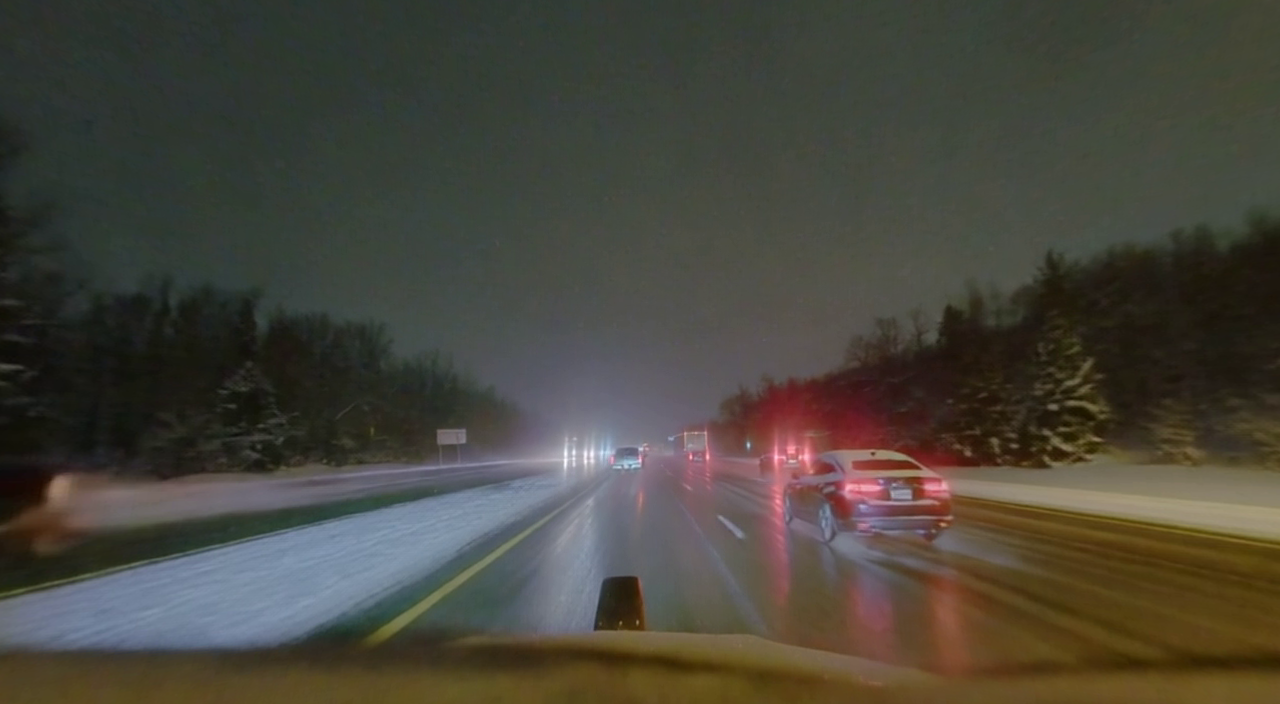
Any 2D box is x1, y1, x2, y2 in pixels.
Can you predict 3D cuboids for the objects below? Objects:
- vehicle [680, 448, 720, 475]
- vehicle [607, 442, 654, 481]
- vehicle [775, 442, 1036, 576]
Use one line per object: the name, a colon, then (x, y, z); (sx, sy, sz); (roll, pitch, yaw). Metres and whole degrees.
vehicle: (3.684, 6.770, 39.144); (2.047, 1.540, 4.294); (0, -9, 0)
vehicle: (-0.406, 5.314, 30.816); (2.142, 1.724, 4.344); (0, -9, 1)
vehicle: (3.410, 2.072, 9.112); (2.004, 1.471, 4.032); (0, -9, 0)
